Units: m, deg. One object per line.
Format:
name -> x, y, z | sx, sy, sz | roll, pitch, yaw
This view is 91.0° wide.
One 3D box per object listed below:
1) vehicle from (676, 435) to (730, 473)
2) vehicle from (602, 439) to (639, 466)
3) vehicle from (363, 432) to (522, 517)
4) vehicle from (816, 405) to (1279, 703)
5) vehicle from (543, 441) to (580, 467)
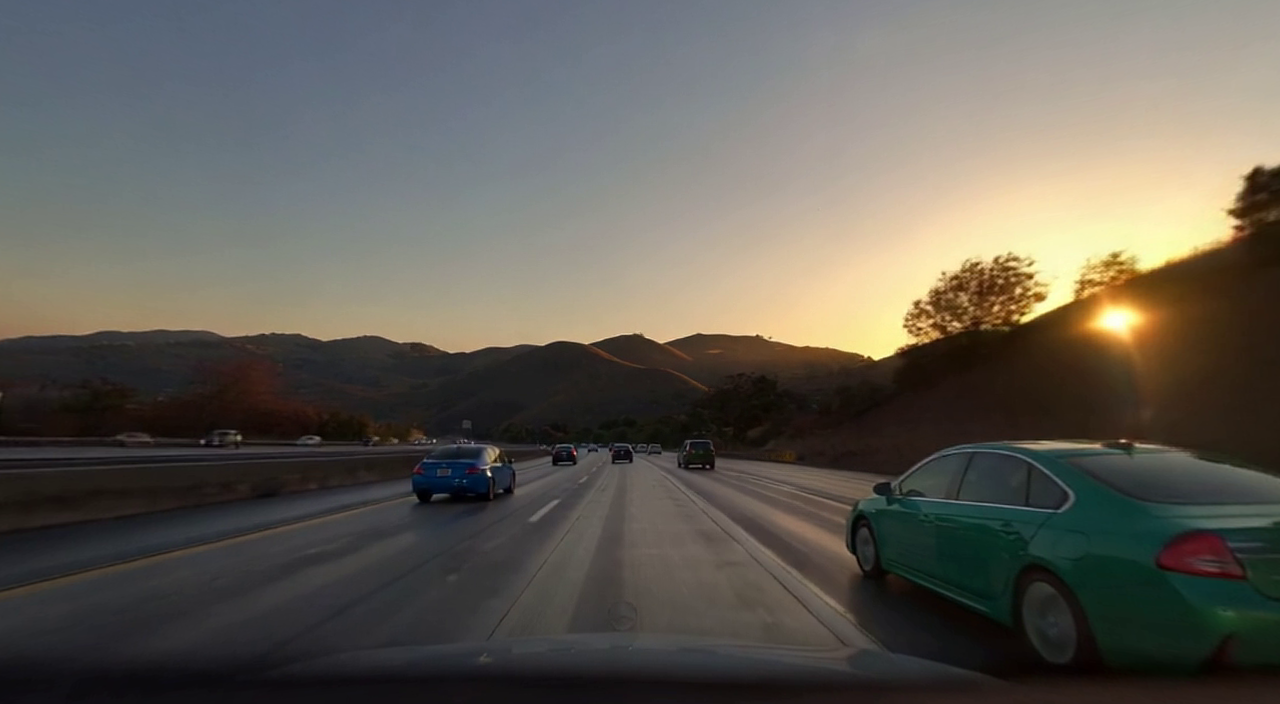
vehicle -> 3.198, 5.325, 33.100 | 2.222, 1.820, 4.733 | 1, -9, -1
vehicle -> -1.183, 6.250, 39.246 | 2.147, 1.572, 4.094 | 0, -9, -1
vehicle -> -3.975, 2.528, 13.537 | 1.993, 1.500, 4.248 | 0, -9, 0
vehicle -> 3.100, 1.325, 4.851 | 2.136, 1.511, 4.706 | 0, -9, 0
vehicle -> -4.758, 6.203, 38.426 | 1.796, 1.464, 3.839 | 0, -9, -1
